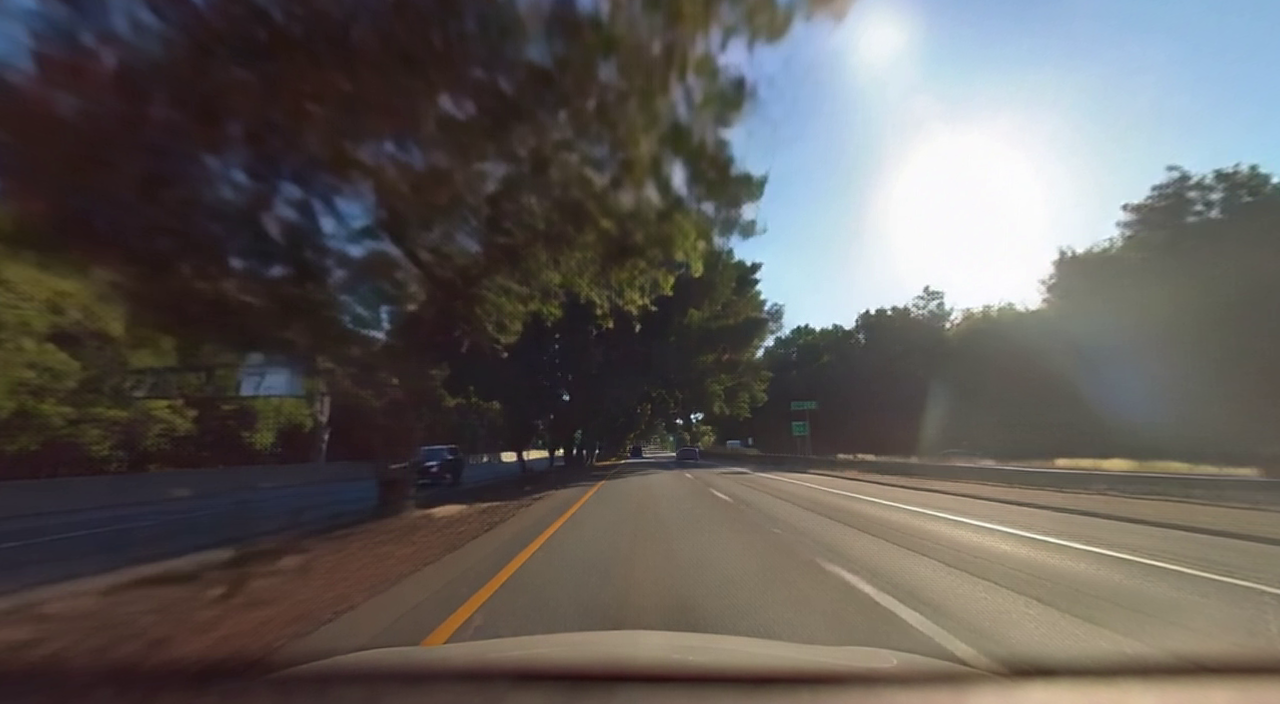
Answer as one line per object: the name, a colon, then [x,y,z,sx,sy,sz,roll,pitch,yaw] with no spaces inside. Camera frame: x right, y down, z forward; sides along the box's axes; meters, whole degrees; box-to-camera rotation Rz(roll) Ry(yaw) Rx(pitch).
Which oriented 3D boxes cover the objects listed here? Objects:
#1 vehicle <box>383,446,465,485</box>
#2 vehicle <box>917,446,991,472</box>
vehicle: [-9.443,4.969,27.961,2.090,1.571,4.252,0,-9,0]
vehicle: [17.586,5.990,35.497,1.926,1.386,3.719,1,-9,-6]
